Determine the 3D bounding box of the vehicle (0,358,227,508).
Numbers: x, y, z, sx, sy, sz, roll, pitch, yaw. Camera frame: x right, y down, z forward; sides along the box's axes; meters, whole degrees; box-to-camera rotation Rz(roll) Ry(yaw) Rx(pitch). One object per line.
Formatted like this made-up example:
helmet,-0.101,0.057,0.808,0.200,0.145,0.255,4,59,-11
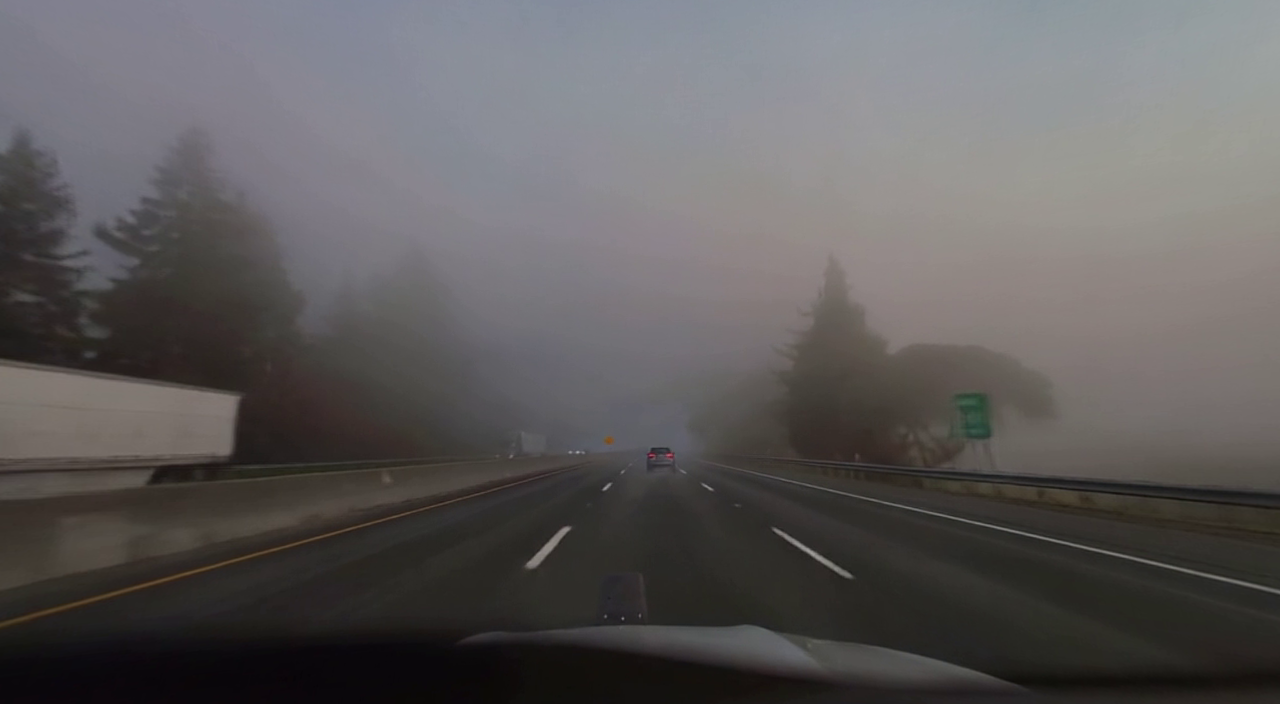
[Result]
vehicle,-19.137,2.489,19.032,3.305,4.060,14.698,0,-9,0

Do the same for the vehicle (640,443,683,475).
vehicle,1.141,5.949,35.135,2.231,1.652,4.503,0,-9,0
